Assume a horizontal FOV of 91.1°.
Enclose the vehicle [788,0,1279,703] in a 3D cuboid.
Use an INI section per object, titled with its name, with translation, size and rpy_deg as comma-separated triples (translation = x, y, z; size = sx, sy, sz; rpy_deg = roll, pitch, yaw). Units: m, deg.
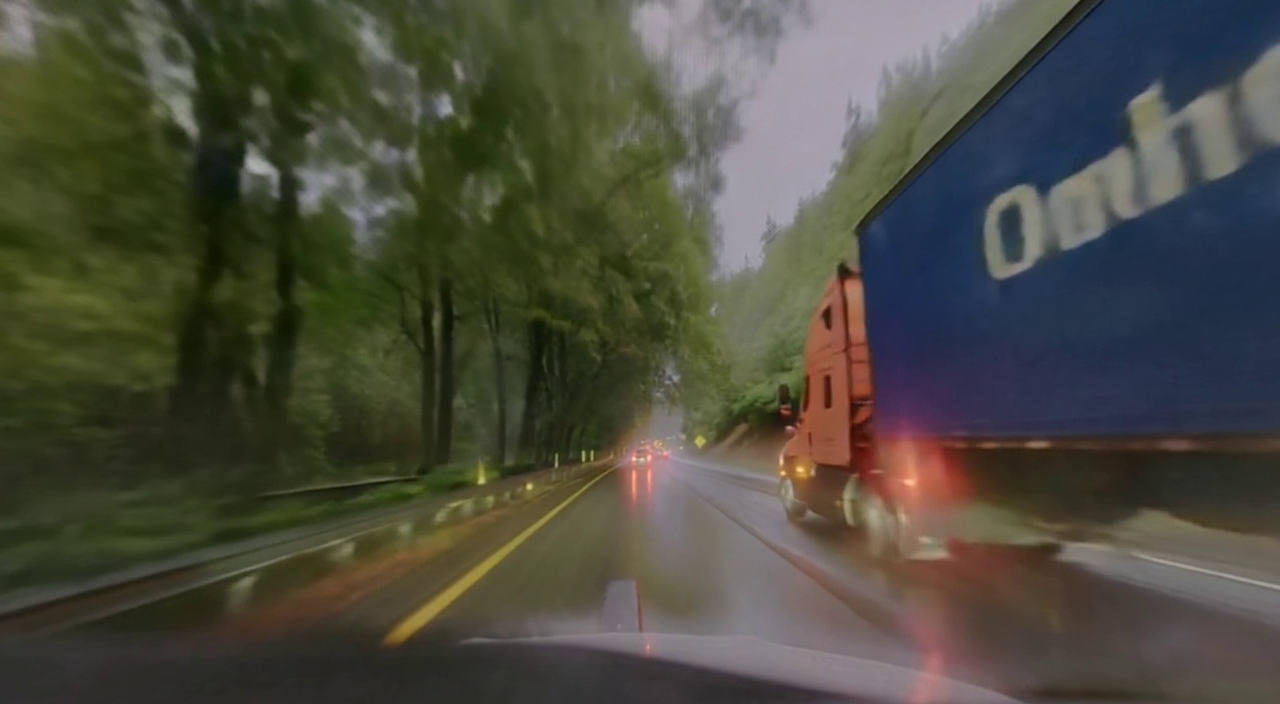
[vehicle]
translation = 3.873, -0.106, 3.694
size = 3.442, 4.027, 10.568
rpy_deg = -1, -9, 0
